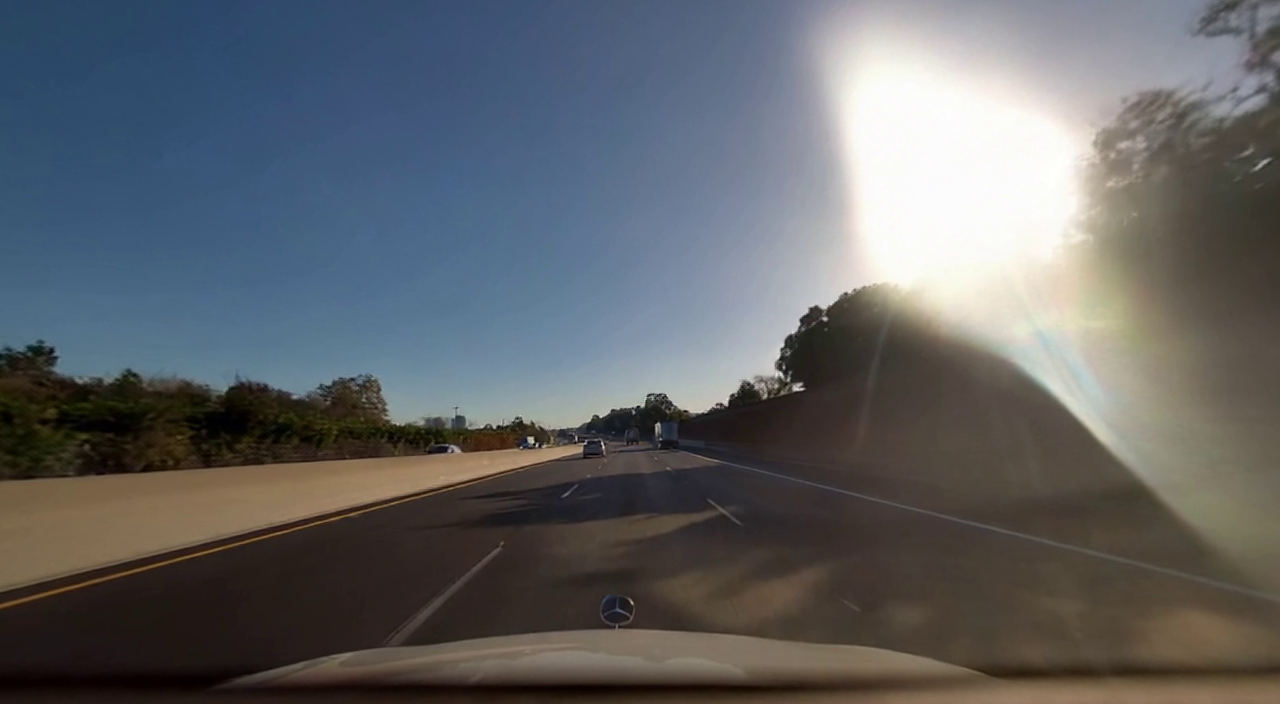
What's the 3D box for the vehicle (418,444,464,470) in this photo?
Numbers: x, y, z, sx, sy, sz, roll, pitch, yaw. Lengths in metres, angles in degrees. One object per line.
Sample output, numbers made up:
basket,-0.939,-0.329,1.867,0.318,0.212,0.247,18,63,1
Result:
vehicle,-13.194,6.952,41.900,1.767,1.552,4.009,-1,-8,0
